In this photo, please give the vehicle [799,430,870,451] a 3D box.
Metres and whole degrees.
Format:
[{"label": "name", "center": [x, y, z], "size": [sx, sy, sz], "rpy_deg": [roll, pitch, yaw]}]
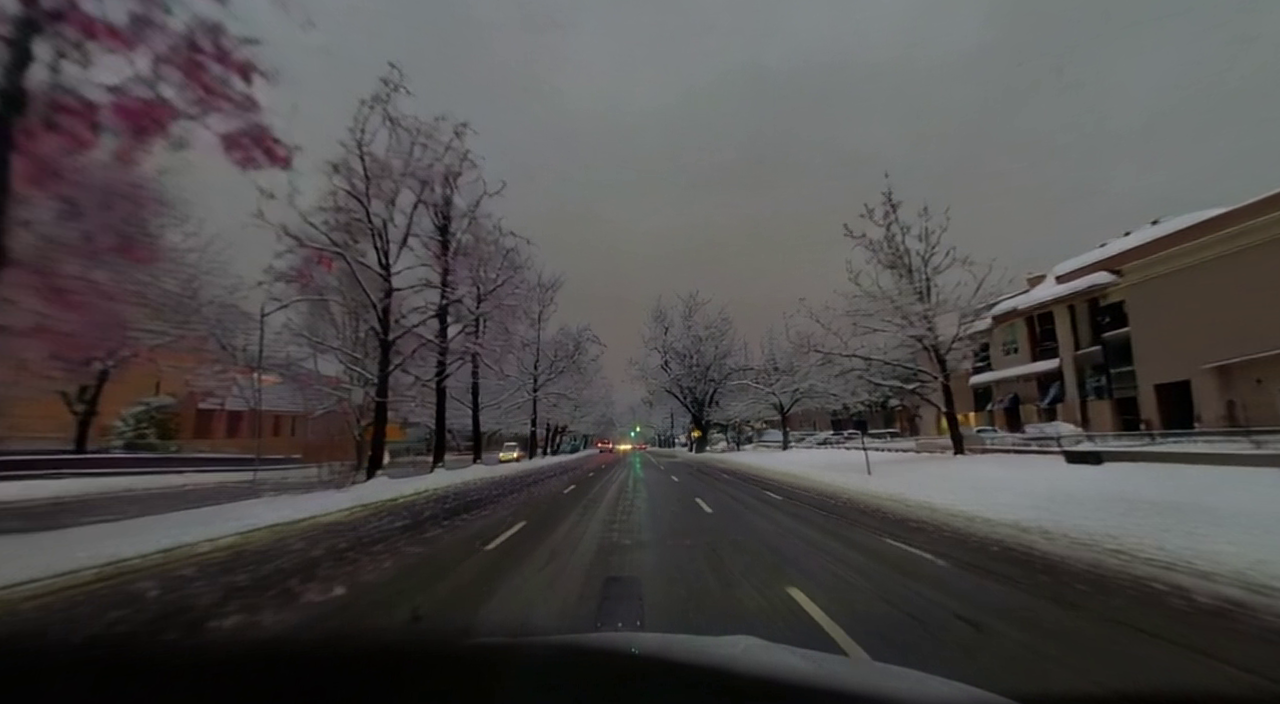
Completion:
[{"label": "vehicle", "center": [15.204, 6.954, 49.537], "size": [4.877, 1.592, 1.913], "rpy_deg": [0, -8, 2]}]
